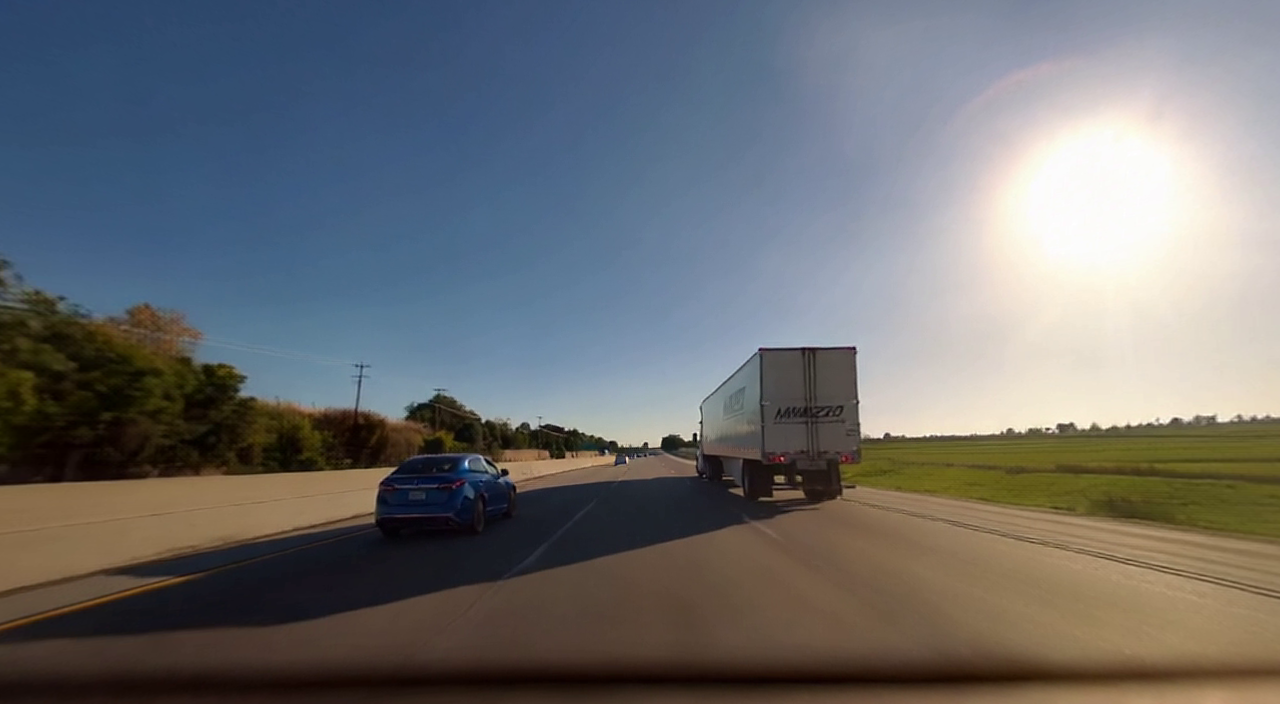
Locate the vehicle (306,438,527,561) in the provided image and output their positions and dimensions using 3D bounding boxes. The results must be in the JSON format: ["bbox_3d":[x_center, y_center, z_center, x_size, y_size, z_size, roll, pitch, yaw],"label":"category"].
[{"bbox_3d":[-3.228,2.207,10.202,1.945,1.537,4.294,0,-9,1],"label":"vehicle"}]

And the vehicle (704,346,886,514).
[{"bbox_3d":[4.402,2.906,22.124,2.832,4.034,13.924,0,-9,0],"label":"vehicle"}]
